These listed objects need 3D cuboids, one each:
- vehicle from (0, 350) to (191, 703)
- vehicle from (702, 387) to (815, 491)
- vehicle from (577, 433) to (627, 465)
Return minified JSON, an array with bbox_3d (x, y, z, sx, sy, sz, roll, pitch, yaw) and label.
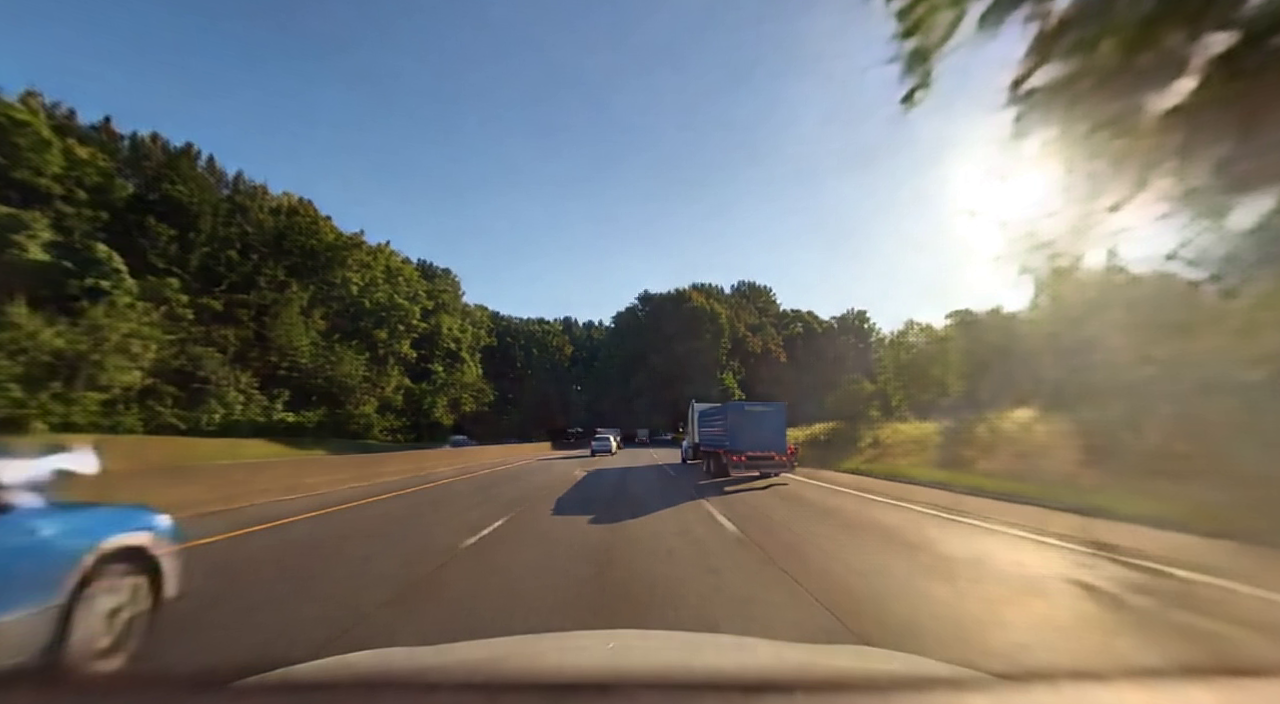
[{"bbox_3d":[-3.125,0.625,0.852,2.008,1.588,4.147,0,-8,-1],"label":"vehicle"},{"bbox_3d":[3.136,2.418,17.692,2.256,2.568,4.049,0,-8,-1],"label":"vehicle"},{"bbox_3d":[-1.882,5.036,33.033,2.195,1.529,4.572,0,-8,2],"label":"vehicle"}]
